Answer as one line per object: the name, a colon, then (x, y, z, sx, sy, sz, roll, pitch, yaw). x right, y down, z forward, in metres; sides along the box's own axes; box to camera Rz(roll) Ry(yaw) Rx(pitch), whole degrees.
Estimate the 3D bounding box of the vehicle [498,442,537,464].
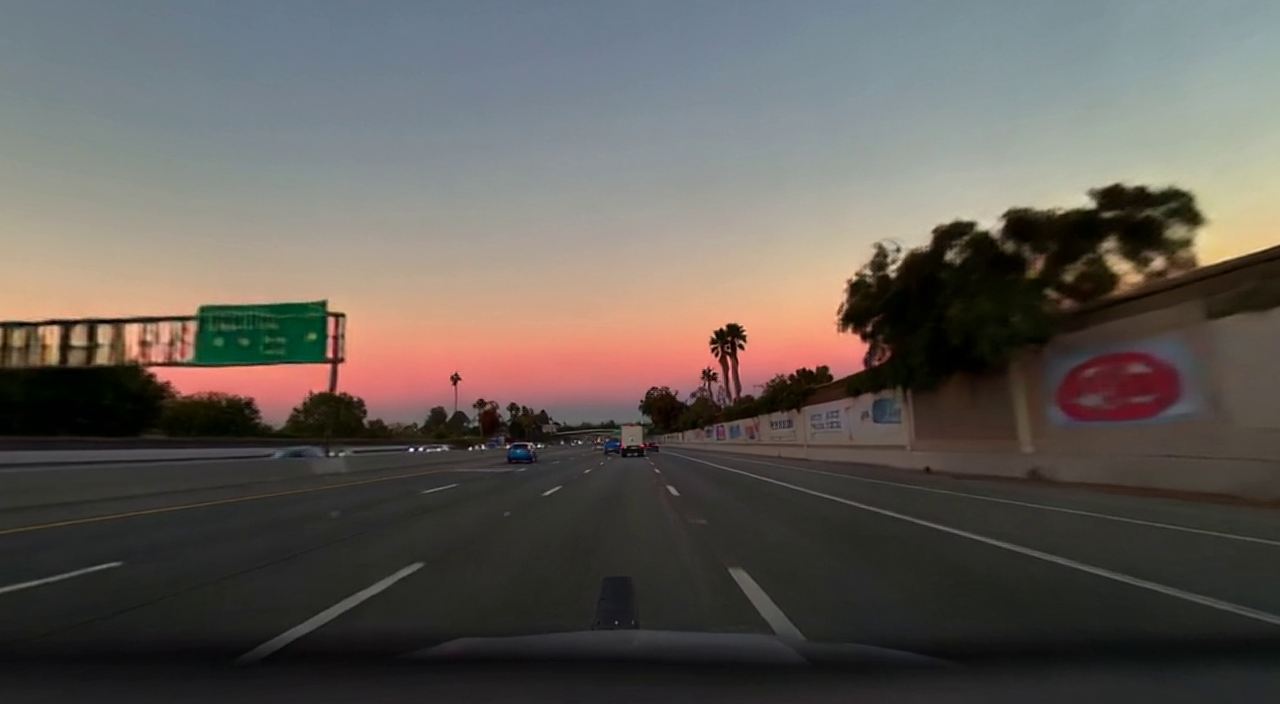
vehicle: (-8.831, 7.350, 46.037, 1.971, 1.552, 4.465, 0, -9, 0)
